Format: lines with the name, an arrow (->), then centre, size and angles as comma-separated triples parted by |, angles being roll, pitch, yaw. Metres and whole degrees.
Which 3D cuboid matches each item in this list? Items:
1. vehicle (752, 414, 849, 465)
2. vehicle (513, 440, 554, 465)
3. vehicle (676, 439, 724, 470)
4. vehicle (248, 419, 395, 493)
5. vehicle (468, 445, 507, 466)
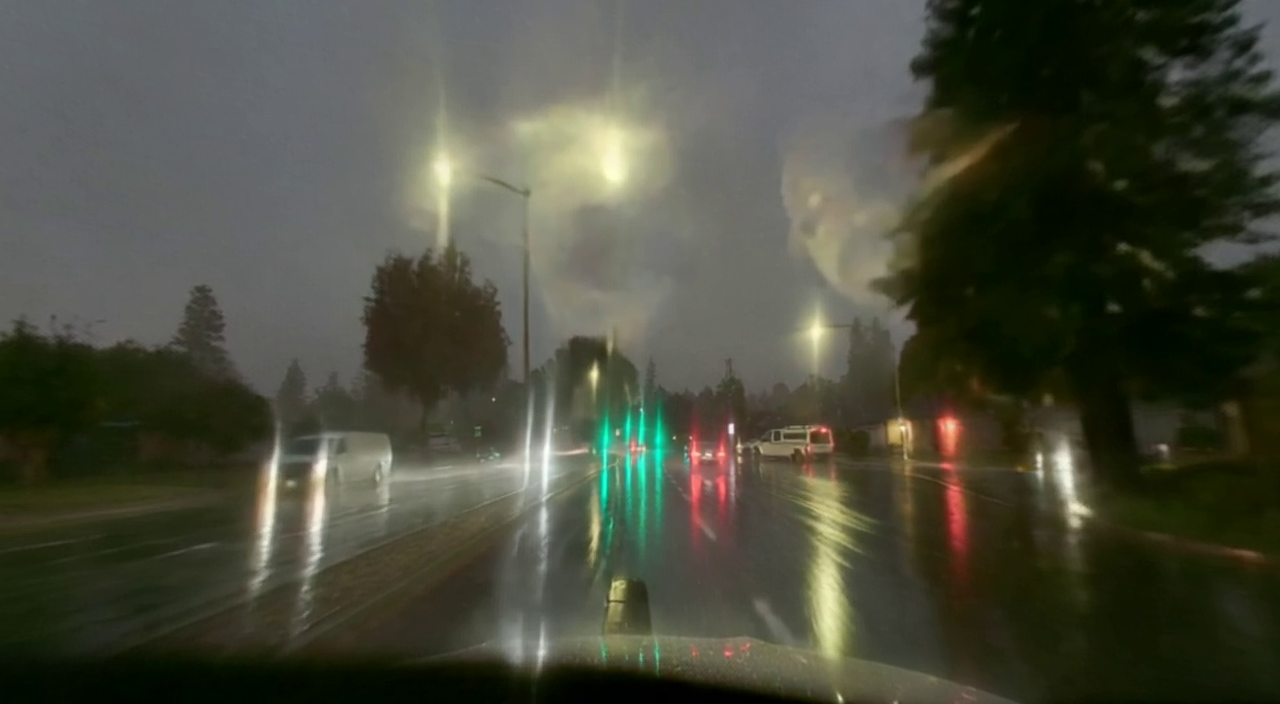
vehicle -> 9.466, 5.331, 38.153 | 2.331, 2.747, 6.993 | 2, -9, -16
vehicle -> -7.918, 7.504, 47.313 | 2.178, 1.761, 4.724 | 0, -8, 0
vehicle -> 2.965, 5.179, 32.091 | 1.960, 1.479, 4.086 | 0, -8, -1
vehicle -> -11.871, 3.945, 24.247 | 2.347, 2.428, 6.149 | 0, -8, 1
vehicle -> -11.833, 8.035, 49.228 | 1.963, 1.524, 4.498 | 0, -8, 0
